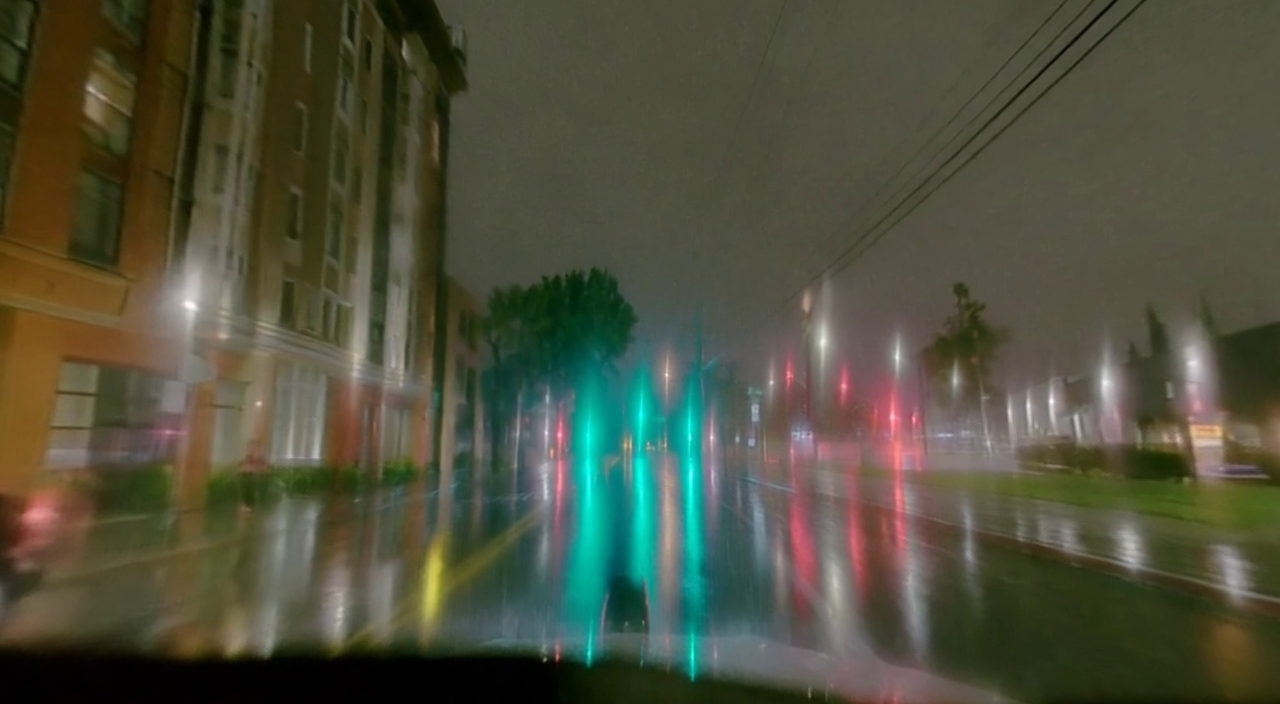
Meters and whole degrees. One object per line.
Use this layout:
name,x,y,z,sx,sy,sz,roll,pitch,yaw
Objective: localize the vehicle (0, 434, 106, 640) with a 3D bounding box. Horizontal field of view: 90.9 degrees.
vehicle,-6.423,1.327,3.775,2.147,1.701,4.879,0,-8,0
